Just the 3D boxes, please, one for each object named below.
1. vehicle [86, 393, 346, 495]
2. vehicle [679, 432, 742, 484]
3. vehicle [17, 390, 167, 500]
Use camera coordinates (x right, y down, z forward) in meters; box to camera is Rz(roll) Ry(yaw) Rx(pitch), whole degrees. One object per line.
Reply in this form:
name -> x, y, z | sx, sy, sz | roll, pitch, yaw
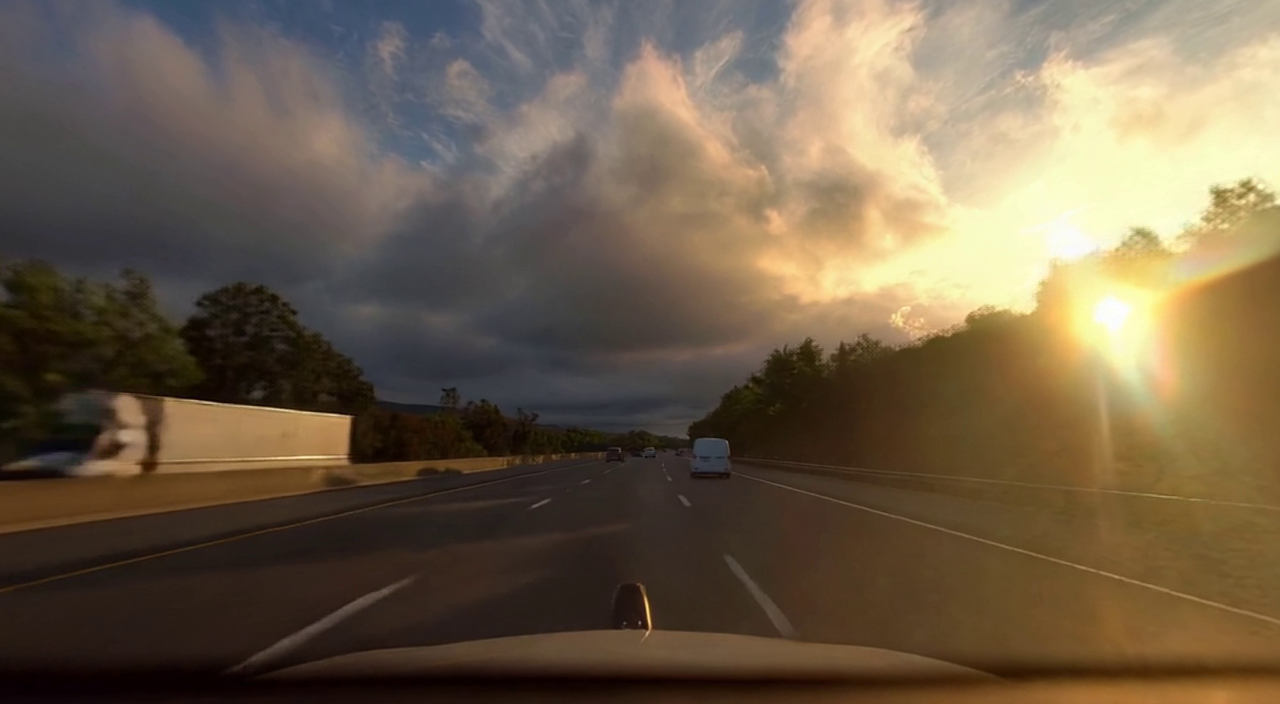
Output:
vehicle -> -19.987, 4.723, 31.923 | 2.877, 3.982, 14.343 | 0, -9, 1
vehicle -> 2.936, 4.575, 27.363 | 2.219, 2.033, 4.911 | 0, -9, 1
vehicle -> -20.202, 3.448, 23.417 | 2.917, 3.843, 2.501 | 0, -9, 1
